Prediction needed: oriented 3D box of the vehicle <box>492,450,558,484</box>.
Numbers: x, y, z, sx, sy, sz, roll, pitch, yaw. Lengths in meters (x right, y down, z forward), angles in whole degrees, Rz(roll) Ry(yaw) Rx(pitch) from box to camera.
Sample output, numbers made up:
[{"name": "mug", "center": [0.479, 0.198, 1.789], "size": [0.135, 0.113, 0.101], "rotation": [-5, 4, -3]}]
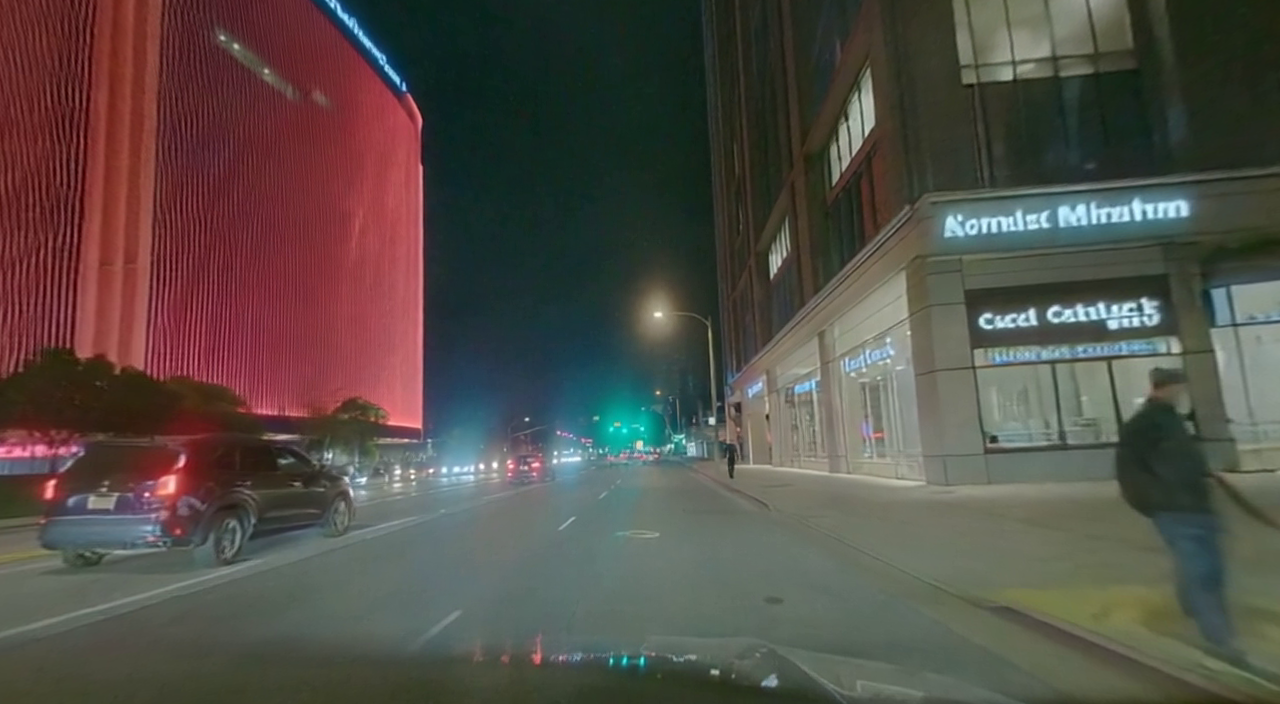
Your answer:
[{"name": "vehicle", "center": [-5.362, 5.417, 30.017], "size": [2.030, 1.488, 4.650], "rotation": [-1, -9, 3]}]

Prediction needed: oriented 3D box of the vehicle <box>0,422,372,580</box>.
[{"name": "vehicle", "center": [-6.065, 2.017, 9.333], "size": [2.007, 1.698, 4.759], "rotation": [0, -9, 1]}]
